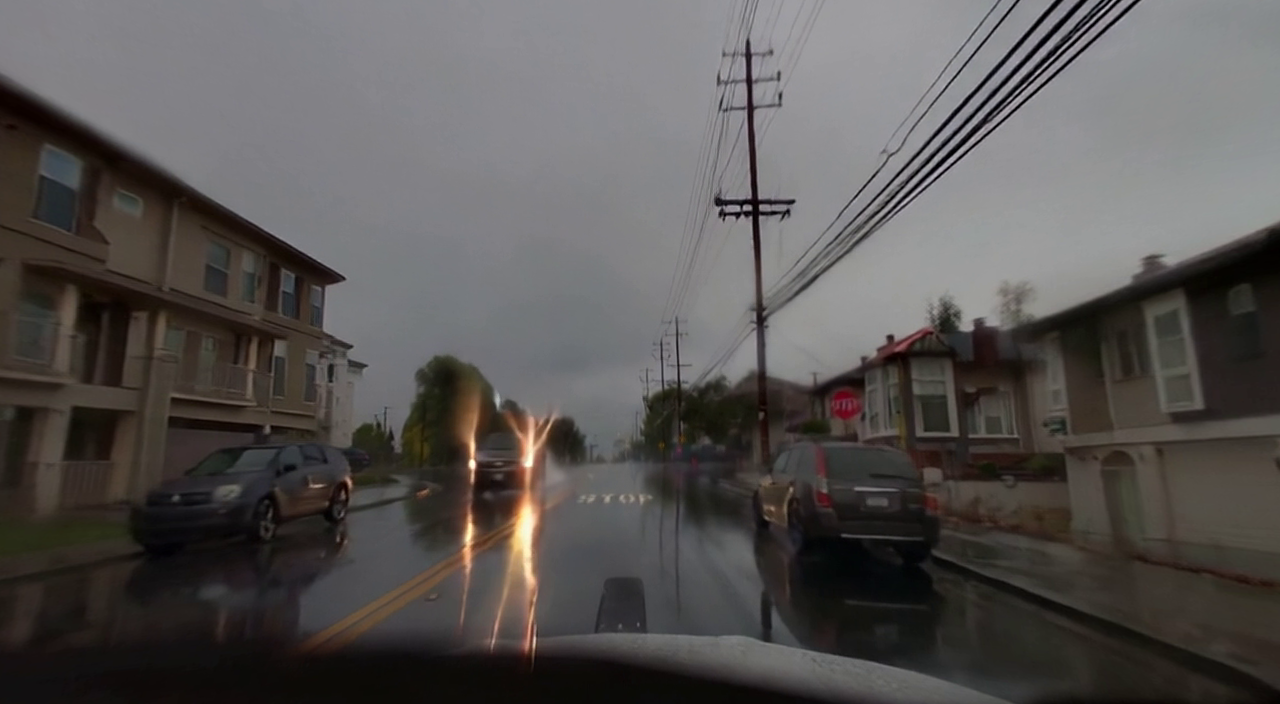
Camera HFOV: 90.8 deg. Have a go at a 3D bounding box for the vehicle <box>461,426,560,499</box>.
[{"bbox_3d":[-3.818,3.343,19.512,2.277,1.970,4.512,0,-9,-3],"label":"vehicle"}]

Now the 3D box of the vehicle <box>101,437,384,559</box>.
[{"bbox_3d":[-6.851,2.489,11.724,2.156,1.728,4.619,-2,-8,2],"label":"vehicle"}]

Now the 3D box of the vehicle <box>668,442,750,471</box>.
[{"bbox_3d":[5.044,7.663,46.405,5.578,1.842,2.300,4,-10,-12],"label":"vehicle"}]

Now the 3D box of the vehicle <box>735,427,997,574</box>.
[{"bbox_3d":[2.728,1.911,8.963,2.080,1.531,4.415,0,-9,0],"label":"vehicle"}]
